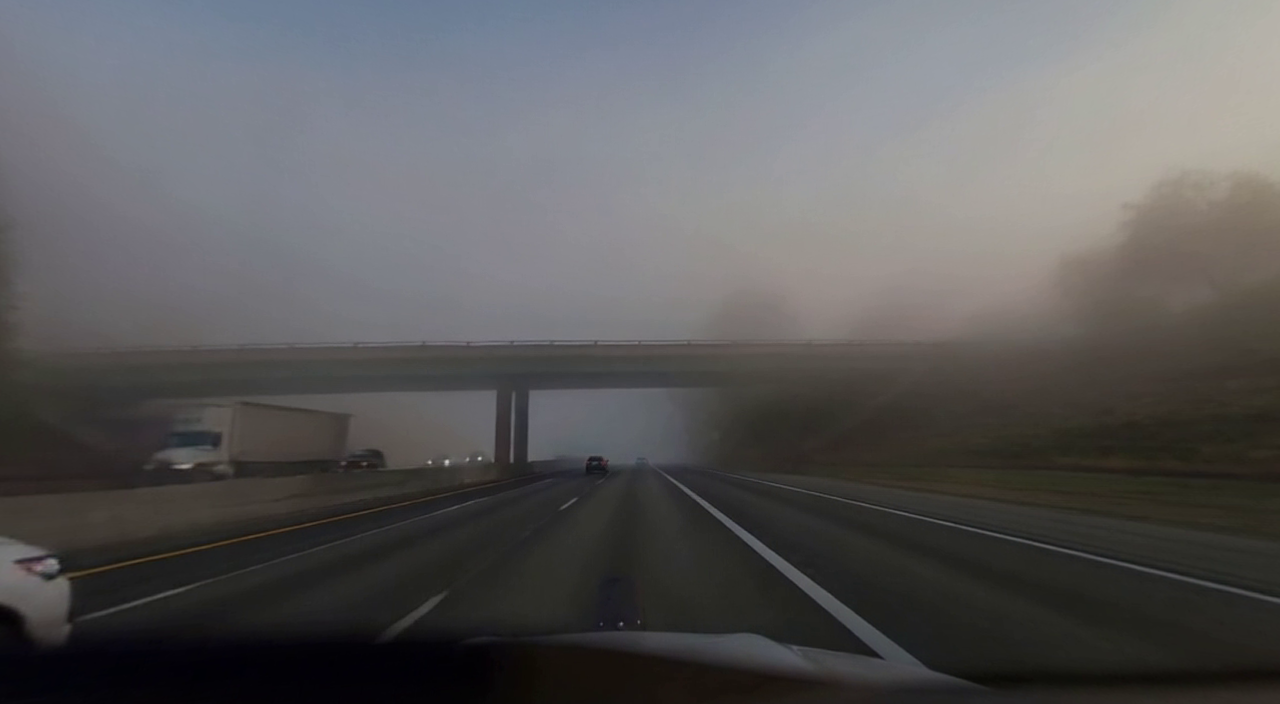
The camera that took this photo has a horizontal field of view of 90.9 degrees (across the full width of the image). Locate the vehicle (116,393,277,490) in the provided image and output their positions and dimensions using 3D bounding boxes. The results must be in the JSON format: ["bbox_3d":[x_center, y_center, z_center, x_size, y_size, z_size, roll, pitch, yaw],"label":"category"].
[{"bbox_3d":[-20.103,4.165,29.132,2.925,3.996,5.896,0,-9,0],"label":"vehicle"}]
